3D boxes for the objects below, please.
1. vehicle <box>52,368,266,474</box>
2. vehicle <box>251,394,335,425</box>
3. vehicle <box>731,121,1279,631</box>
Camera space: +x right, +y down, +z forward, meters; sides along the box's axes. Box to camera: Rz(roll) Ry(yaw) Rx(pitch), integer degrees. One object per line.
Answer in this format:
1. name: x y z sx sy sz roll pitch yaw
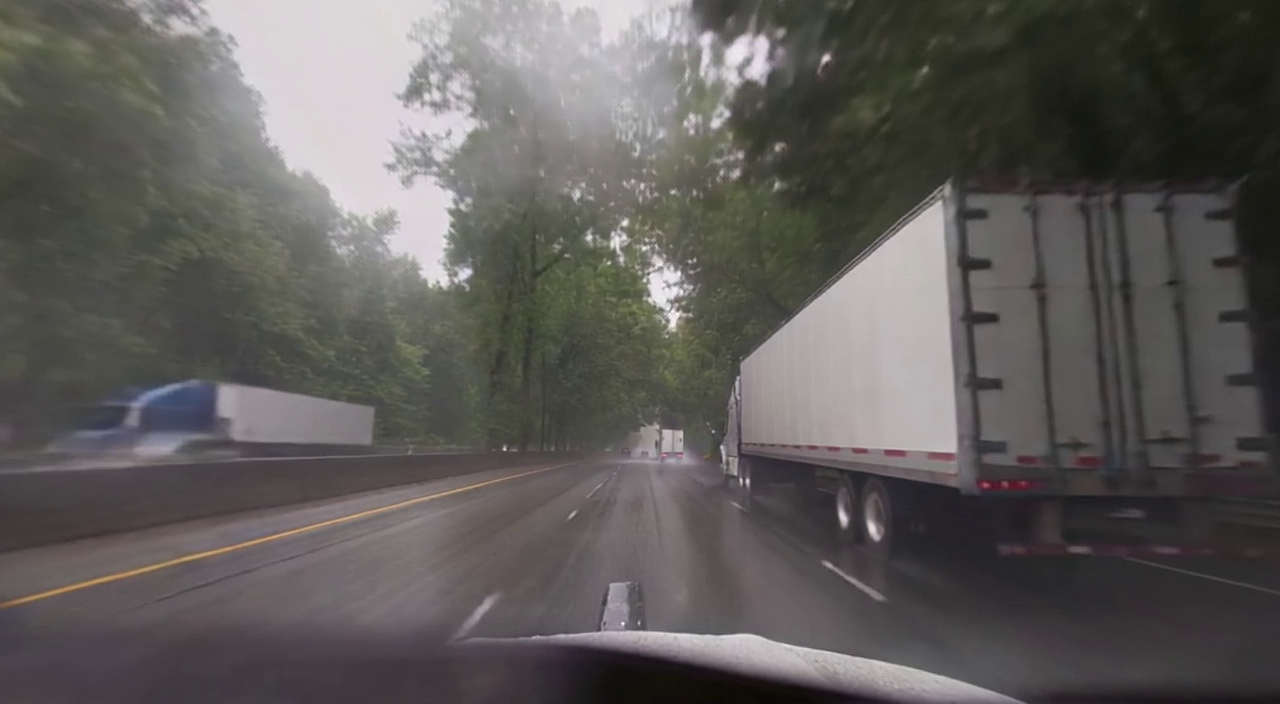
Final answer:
1. vehicle: -19.366 3.024 26.243 2.936 3.776 7.343 0 -9 0
2. vehicle: -19.257 3.278 35.200 2.152 1.412 4.348 0 -9 0
3. vehicle: 4.146 1.096 11.527 2.950 4.033 13.276 0 -9 0
